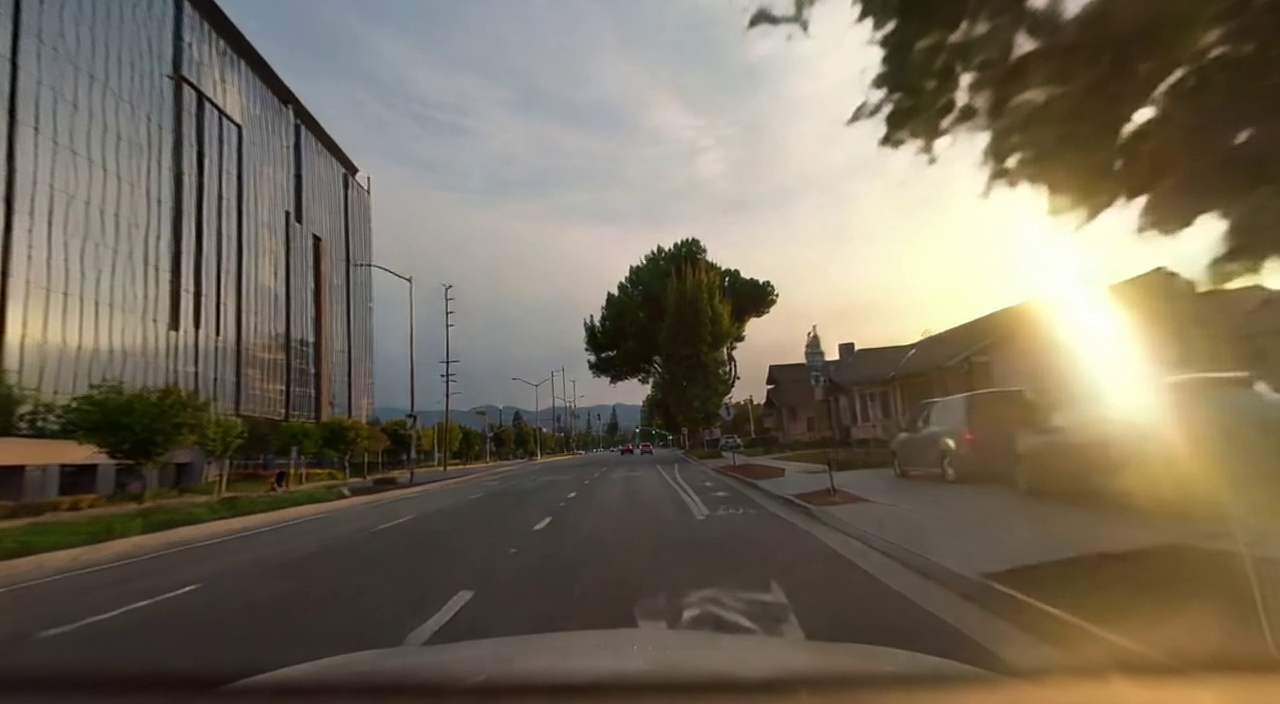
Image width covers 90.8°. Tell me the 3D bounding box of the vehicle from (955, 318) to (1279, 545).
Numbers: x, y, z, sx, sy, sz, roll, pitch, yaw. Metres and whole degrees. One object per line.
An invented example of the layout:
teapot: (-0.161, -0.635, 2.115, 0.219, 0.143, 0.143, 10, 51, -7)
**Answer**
vehicle: (6.496, 0.965, 7.940, 2.160, 1.944, 5.086, -6, -9, -2)
